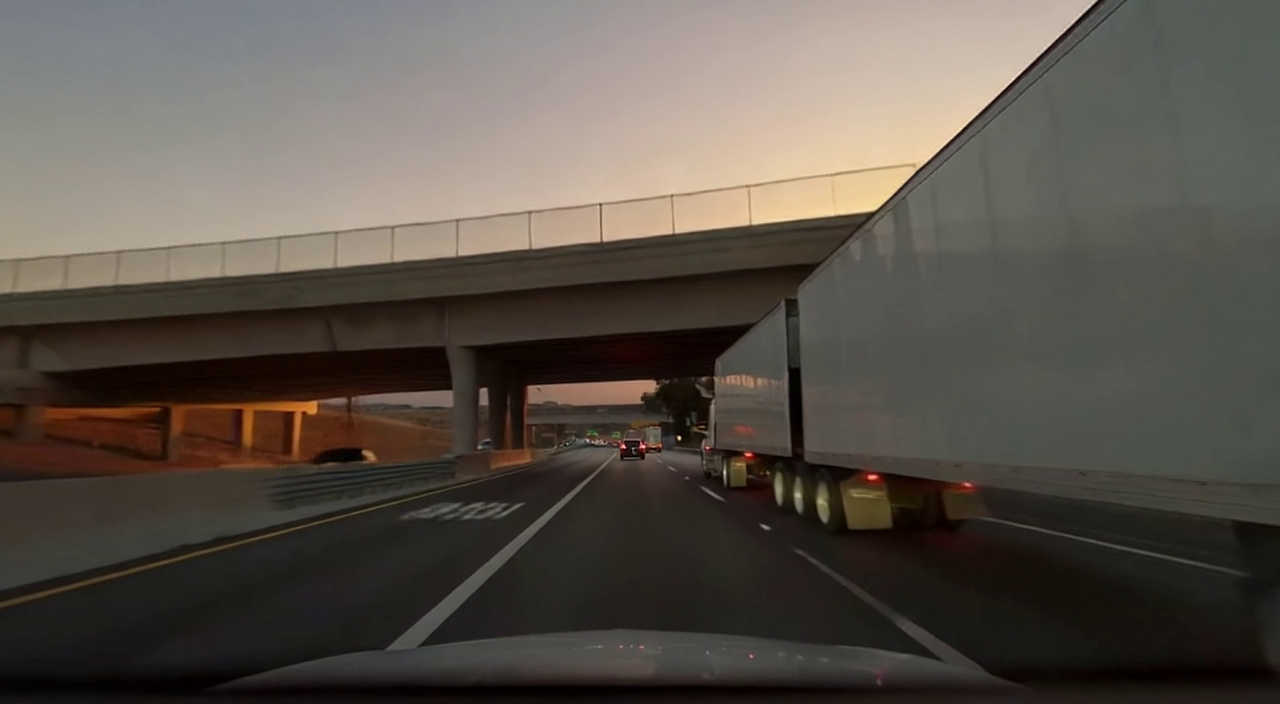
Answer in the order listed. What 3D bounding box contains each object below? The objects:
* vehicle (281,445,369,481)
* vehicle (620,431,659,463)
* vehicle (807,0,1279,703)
[{"bbox_3d":[-15.240,5.362,30.767,1.969,1.532,4.531,0,-8,0],"label":"vehicle"},{"bbox_3d":[-0.095,6.424,42.547,2.456,2.007,4.728,0,-8,-1],"label":"vehicle"},{"bbox_3d":[3.891,-0.012,4.426,2.967,3.961,8.660,-1,-8,0],"label":"vehicle"}]
